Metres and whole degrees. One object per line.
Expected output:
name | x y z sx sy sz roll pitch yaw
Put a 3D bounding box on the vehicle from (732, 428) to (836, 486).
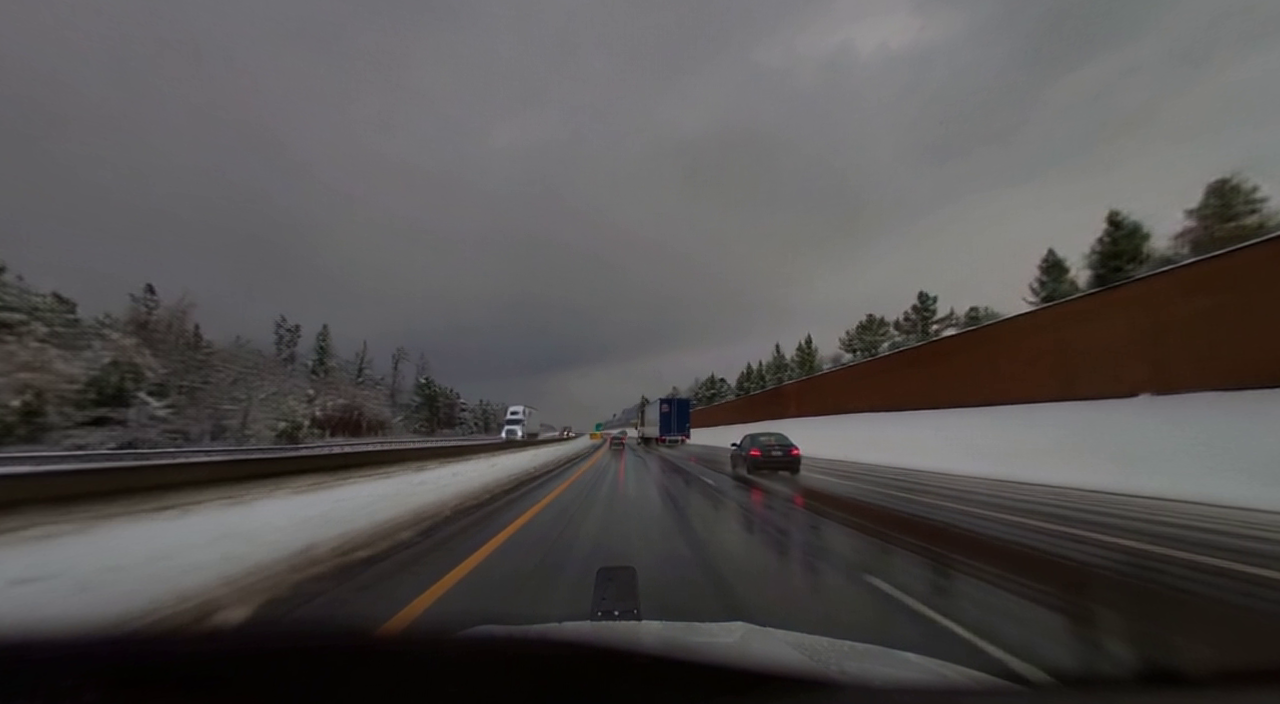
vehicle | 3.949 2.923 18.020 1.813 1.454 4.197 0 -7 -2
